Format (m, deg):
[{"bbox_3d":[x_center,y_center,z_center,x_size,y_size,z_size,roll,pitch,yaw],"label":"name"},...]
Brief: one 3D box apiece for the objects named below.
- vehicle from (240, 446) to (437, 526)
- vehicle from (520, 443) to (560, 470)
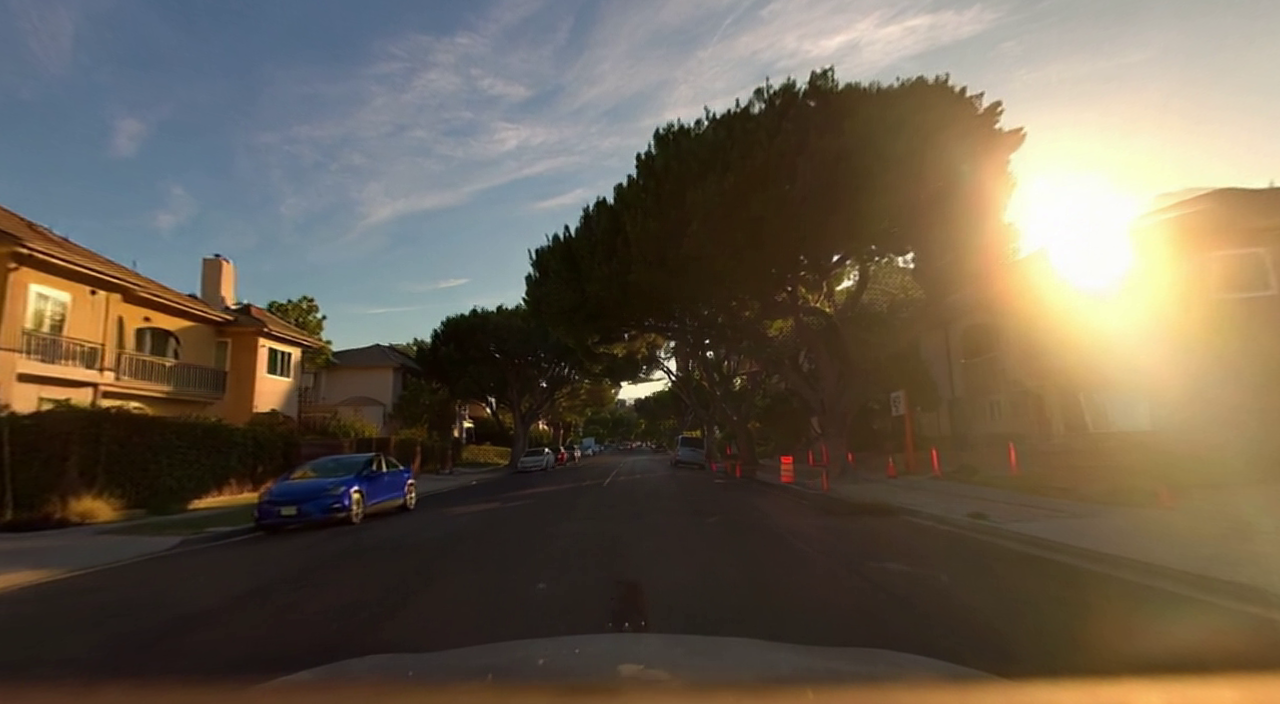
[{"bbox_3d":[-6.486,2.898,14.299,2.137,1.481,4.503,-1,-8,2],"label":"vehicle"},{"bbox_3d":[-6.540,6.870,41.621,1.957,1.608,4.476,0,-8,-1],"label":"vehicle"}]
